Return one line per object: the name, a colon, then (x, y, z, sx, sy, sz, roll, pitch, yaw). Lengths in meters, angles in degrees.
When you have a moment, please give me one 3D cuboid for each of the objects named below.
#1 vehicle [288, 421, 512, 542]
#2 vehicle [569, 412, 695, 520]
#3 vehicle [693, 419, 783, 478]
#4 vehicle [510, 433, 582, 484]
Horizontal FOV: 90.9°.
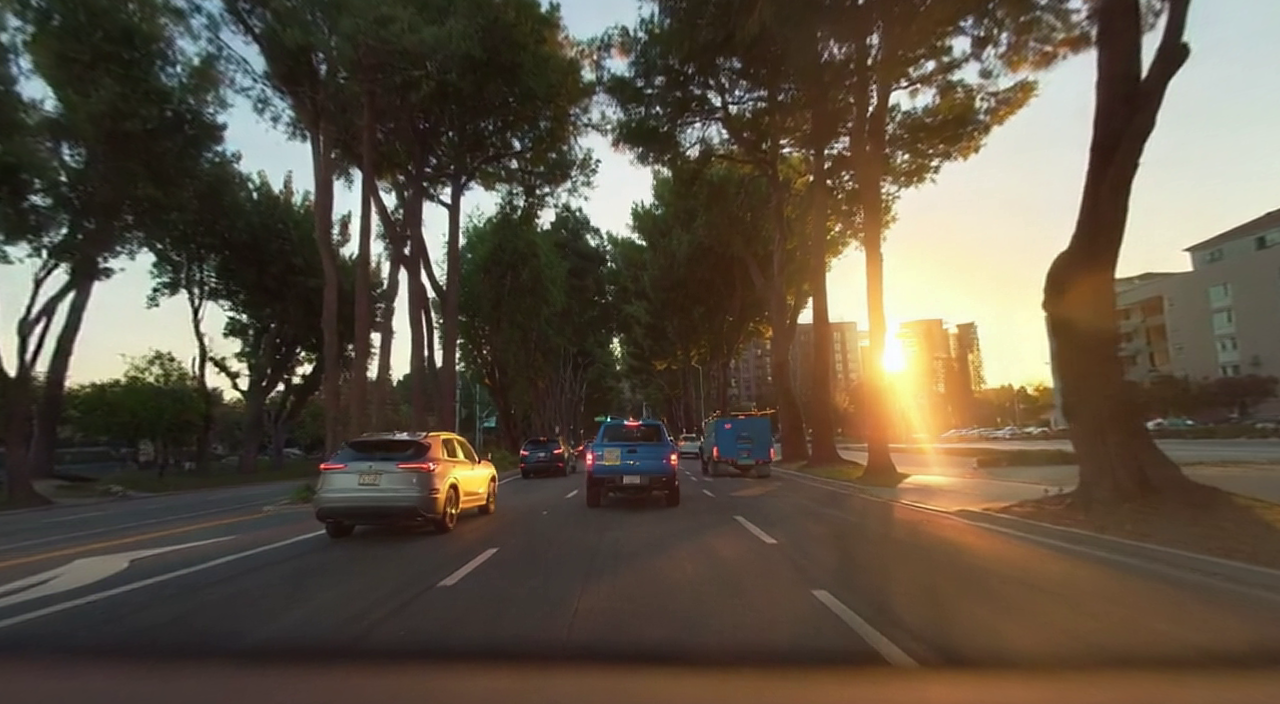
vehicle: (-3.741, 2.101, 10.929, 1.959, 1.614, 4.676, 0, -8, 1)
vehicle: (-0.111, 2.181, 12.483, 2.075, 1.770, 4.018, 0, -8, 1)
vehicle: (3.706, 3.844, 25.332, 2.655, 2.054, 6.098, 0, -8, 0)
vehicle: (-3.224, 3.744, 22.484, 1.894, 1.642, 3.861, 0, -8, 1)
